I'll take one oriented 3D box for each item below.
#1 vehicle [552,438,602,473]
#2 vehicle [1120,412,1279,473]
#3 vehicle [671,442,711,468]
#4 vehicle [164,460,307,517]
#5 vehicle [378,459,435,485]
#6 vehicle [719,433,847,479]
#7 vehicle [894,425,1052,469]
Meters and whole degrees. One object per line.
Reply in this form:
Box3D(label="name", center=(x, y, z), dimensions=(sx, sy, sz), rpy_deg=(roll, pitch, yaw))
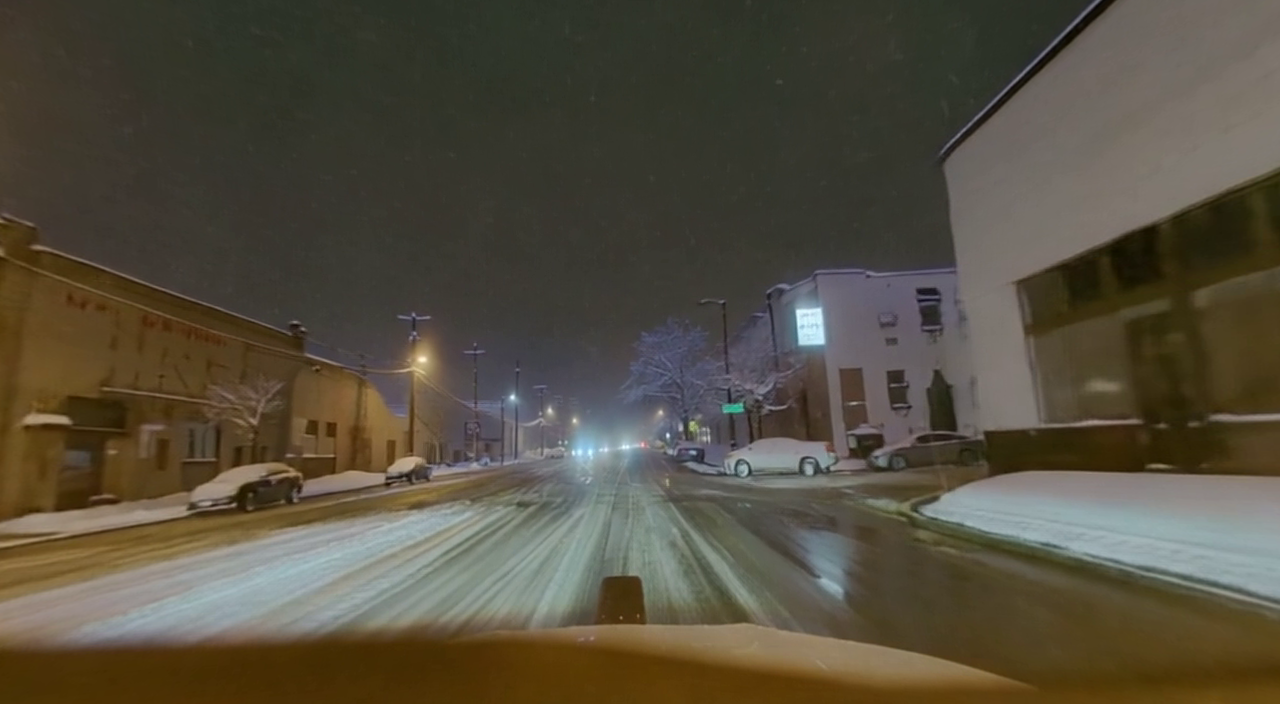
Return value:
Box3D(label="vehicle", center=(-3.500, 5.839, 35.910), dimensions=(2.348, 1.831, 4.737), rpy_deg=(0, -8, 0))
Box3D(label="vehicle", center=(15.740, 2.364, 16.520), dimensions=(4.877, 1.471, 1.852), rpy_deg=(0, -8, -2))
Box3D(label="vehicle", center=(3.183, 6.589, 40.575), dimensions=(2.007, 1.558, 4.464), rpy_deg=(0, -8, -2))
Box3D(label="vehicle", center=(-15.485, 5.212, 24.669), dimensions=(1.966, 1.760, 5.423), rpy_deg=(-1, -8, 0))
Box3D(label="vehicle", center=(-15.766, 8.127, 42.915), dimensions=(2.073, 1.492, 4.687), rpy_deg=(-1, -8, 0))
Box3D(label="vehicle", center=(5.300, 3.939, 24.075), dimensions=(4.474, 1.632, 2.234), rpy_deg=(-1, -8, 5))
Box3D(label="vehicle", center=(12.815, 3.727, 24.708), dimensions=(5.034, 1.590, 2.025), rpy_deg=(-2, -8, 13))
